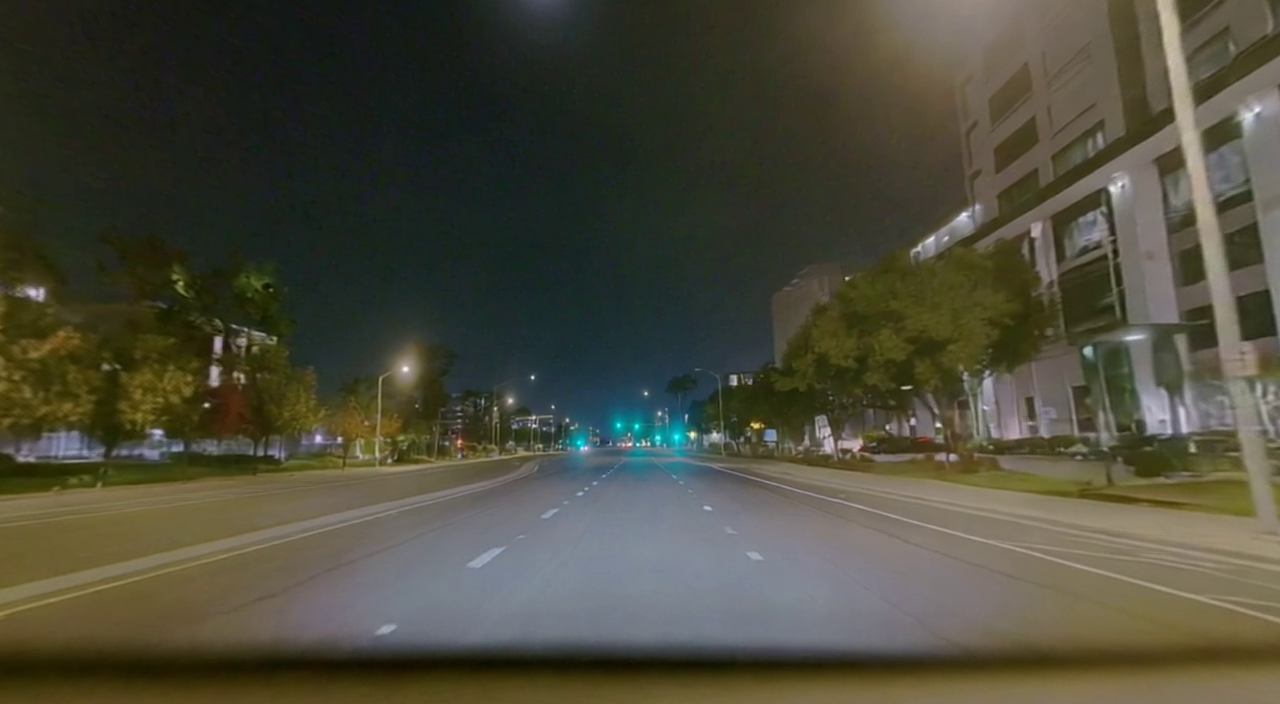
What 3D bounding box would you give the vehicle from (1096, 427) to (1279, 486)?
[{"bbox_3d":[17.485,3.231,19.689,4.938,1.729,2.098,0,-9,-3],"label":"vehicle"}]
